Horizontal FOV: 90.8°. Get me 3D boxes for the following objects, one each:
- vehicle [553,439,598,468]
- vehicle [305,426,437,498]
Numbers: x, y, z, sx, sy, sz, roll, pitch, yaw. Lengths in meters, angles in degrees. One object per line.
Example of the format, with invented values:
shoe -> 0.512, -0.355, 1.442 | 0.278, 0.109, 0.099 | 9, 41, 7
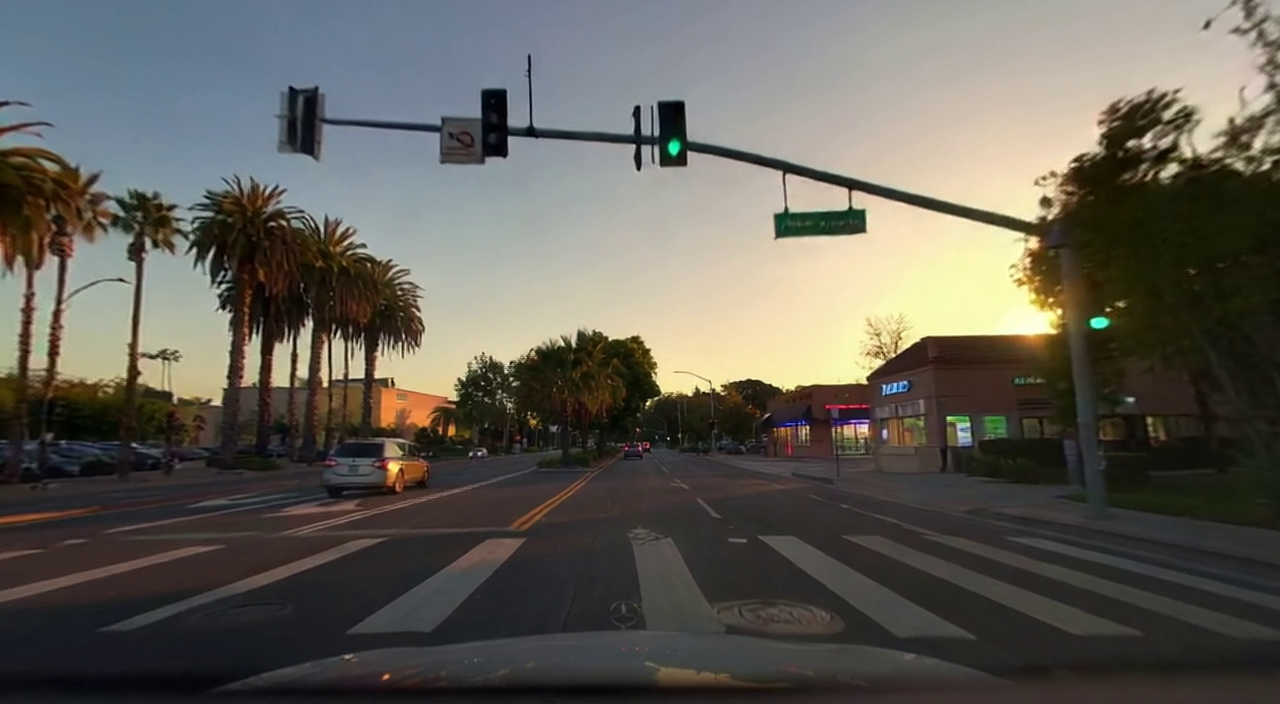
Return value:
vehicle -> -3.564, 5.701, 35.607 | 2.181, 1.483, 4.123 | 0, -9, -1
vehicle -> -7.292, 3.029, 17.713 | 2.022, 1.746, 4.406 | 0, -9, -4
